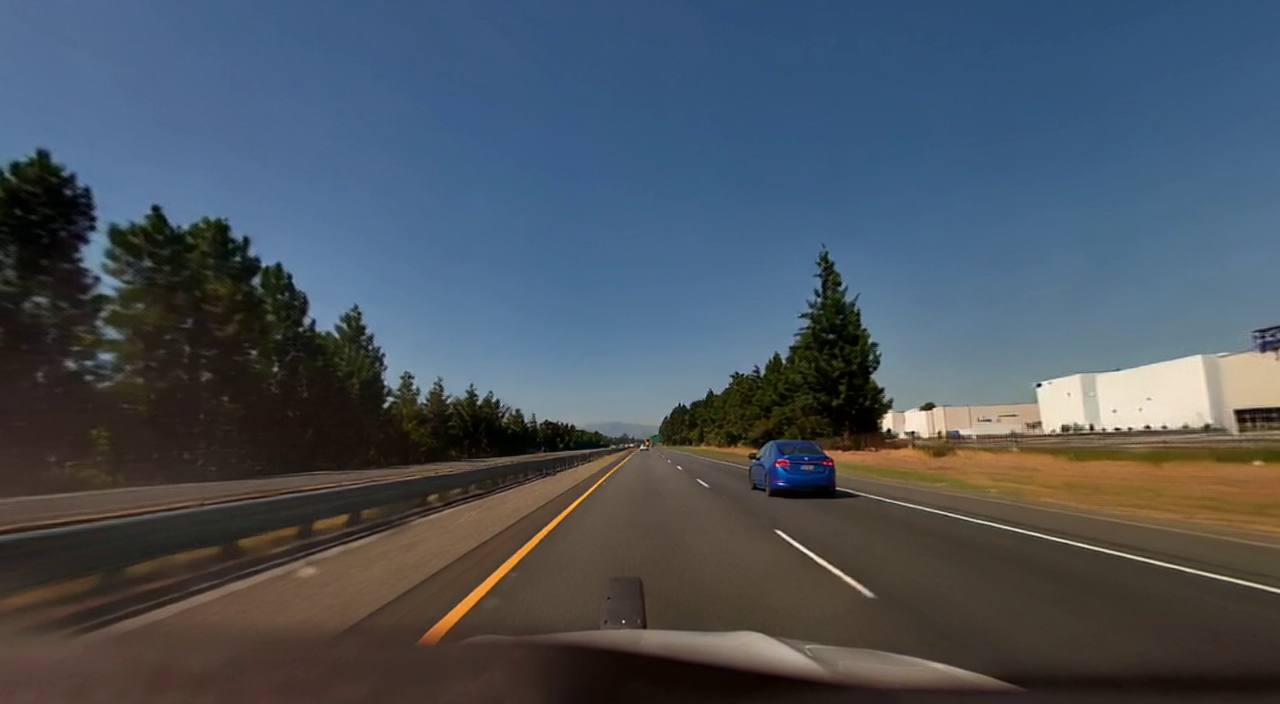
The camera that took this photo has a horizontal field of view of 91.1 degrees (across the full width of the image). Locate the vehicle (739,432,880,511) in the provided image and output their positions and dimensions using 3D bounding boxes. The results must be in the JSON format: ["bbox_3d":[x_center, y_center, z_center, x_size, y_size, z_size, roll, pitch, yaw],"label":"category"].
[{"bbox_3d":[3.678,2.665,14.486,2.079,1.531,3.997,0,-8,-1],"label":"vehicle"}]
